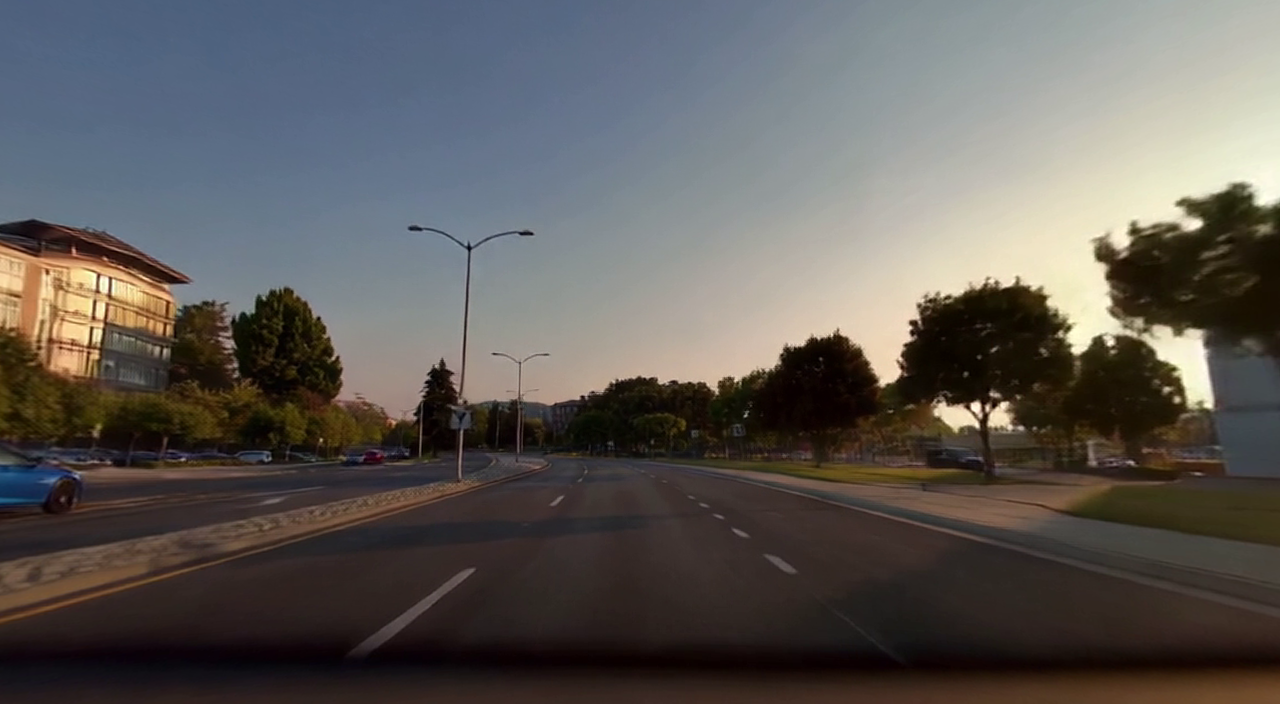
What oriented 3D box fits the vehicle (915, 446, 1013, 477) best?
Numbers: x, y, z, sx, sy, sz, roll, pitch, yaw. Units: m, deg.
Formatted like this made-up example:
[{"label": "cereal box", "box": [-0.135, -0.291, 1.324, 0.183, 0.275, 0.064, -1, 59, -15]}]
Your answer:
[{"label": "vehicle", "box": [22.781, 7.709, 44.736, 2.337, 1.969, 5.826, 7, -11, -25]}]
